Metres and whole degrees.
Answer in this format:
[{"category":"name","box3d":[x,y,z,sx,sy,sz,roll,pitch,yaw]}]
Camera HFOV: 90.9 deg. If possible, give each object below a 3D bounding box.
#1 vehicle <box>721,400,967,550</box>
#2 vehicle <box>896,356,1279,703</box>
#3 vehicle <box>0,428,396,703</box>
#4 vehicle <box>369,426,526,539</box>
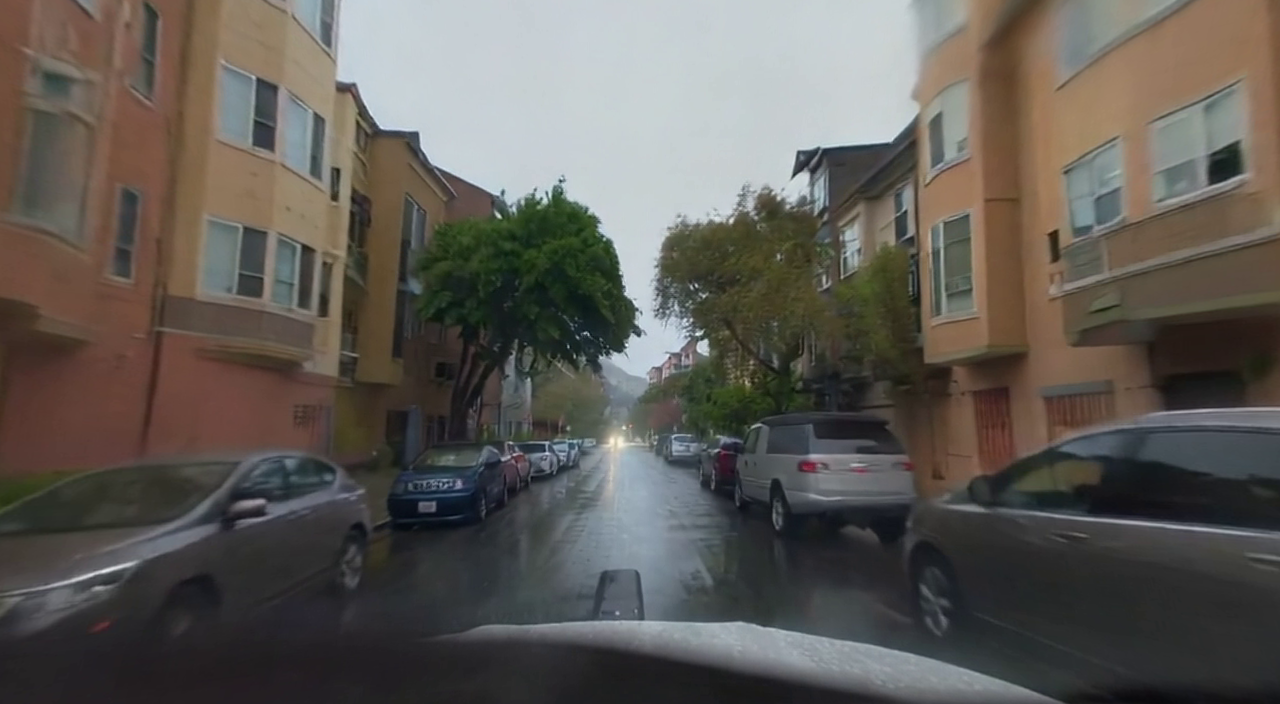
[{"category":"vehicle","box3d":[3.093,1.994,11.065,2.379,1.999,5.013,0,-8,-3]},{"category":"vehicle","box3d":[3.120,1.024,2.886,2.032,1.684,4.564,3,-8,0]},{"category":"vehicle","box3d":[-3.384,1.338,4.570,1.885,1.433,3.714,-2,-6,-2]},{"category":"vehicle","box3d":[-3.579,2.396,12.632,1.880,1.608,4.729,-2,-5,-3]}]
